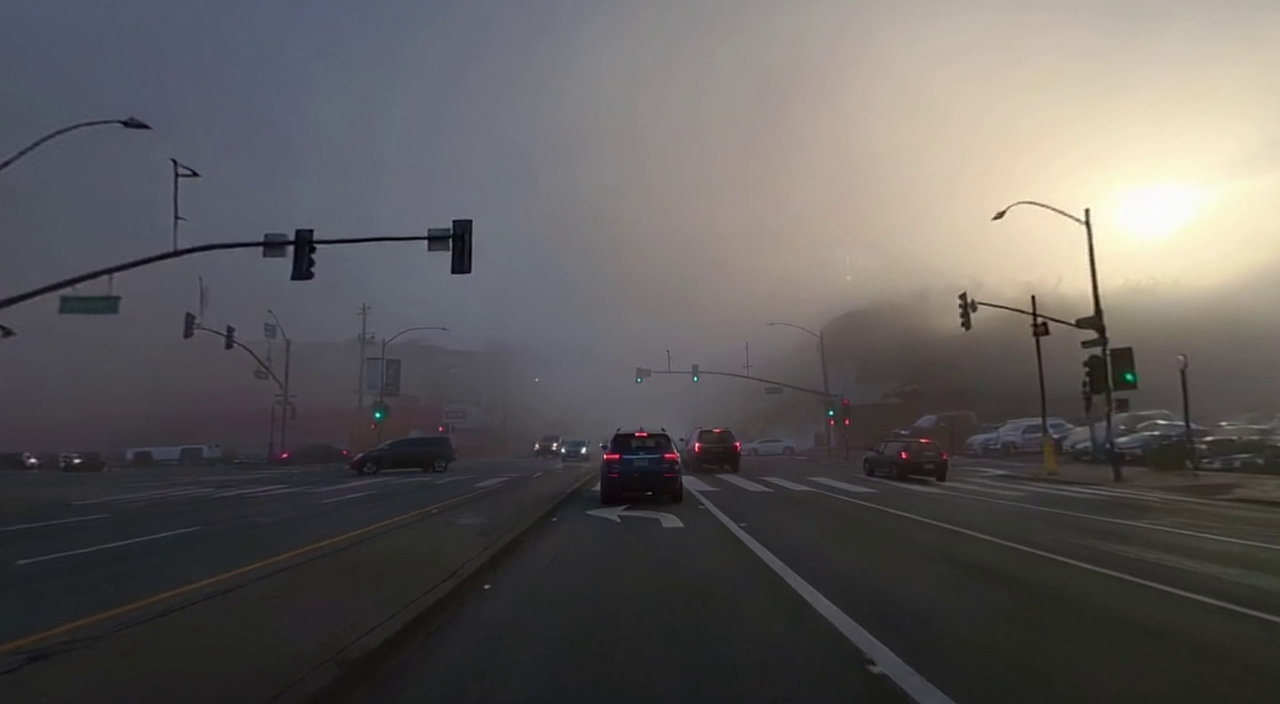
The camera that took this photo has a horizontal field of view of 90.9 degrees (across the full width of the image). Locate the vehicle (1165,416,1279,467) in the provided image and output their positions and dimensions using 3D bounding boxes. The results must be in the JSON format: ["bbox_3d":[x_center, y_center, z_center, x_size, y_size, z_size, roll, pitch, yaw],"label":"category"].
[{"bbox_3d":[18.917,2.707,19.273,1.735,1.417,4.476,-3,-8,-2],"label":"vehicle"}]

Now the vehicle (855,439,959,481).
[{"bbox_3d":[9.872,4.007,23.754,1.863,1.426,4.494,0,-8,-1],"label":"vehicle"}]

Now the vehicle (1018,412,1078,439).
[{"bbox_3d":[24.535,4.399,38.028,1.422,1.496,3.318,1,-6,1],"label":"vehicle"}]

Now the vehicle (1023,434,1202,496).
[{"bbox_3d":[13.792,3.301,18.836,1.734,1.527,4.531,-3,-8,-1],"label":"vehicle"}]

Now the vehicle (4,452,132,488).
[{"bbox_3d":[-27.247,5.659,30.209,3.892,1.541,2.031,4,-10,-13],"label":"vehicle"}]

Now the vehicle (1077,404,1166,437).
[{"bbox_3d":[29.415,4.141,38.723,1.913,1.651,4.727,3,-3,2],"label":"vehicle"}]

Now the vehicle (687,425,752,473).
[{"bbox_3d":[3.433,4.323,28.370,2.115,1.932,5.189,0,-8,-1],"label":"vehicle"}]

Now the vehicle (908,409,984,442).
[{"bbox_3d":[18.665,4.608,38.785,2.123,1.884,5.170,0,-8,0],"label":"vehicle"}]

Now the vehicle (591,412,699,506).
[{"bbox_3d":[0.057,2.496,15.073,2.157,1.863,4.665,0,-8,-1],"label":"vehicle"}]

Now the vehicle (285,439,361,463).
[{"bbox_3d":[-23.597,7.380,47.071,4.511,1.670,2.082,-1,-10,0],"label":"vehicle"}]

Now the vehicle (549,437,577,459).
[{"bbox_3d":[-5.999,7.514,49.531,1.577,1.335,4.176,-2,-4,2],"label":"vehicle"}]

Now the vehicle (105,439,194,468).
[{"bbox_3d":[-31.671,6.674,40.979,2.060,1.732,5.462,1,-11,-9],"label":"vehicle"}]

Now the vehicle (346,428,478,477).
[{"bbox_3d":[-9.387,4.096,26.012,4.827,1.856,2.291,3,-9,-23],"label":"vehicle"}]
